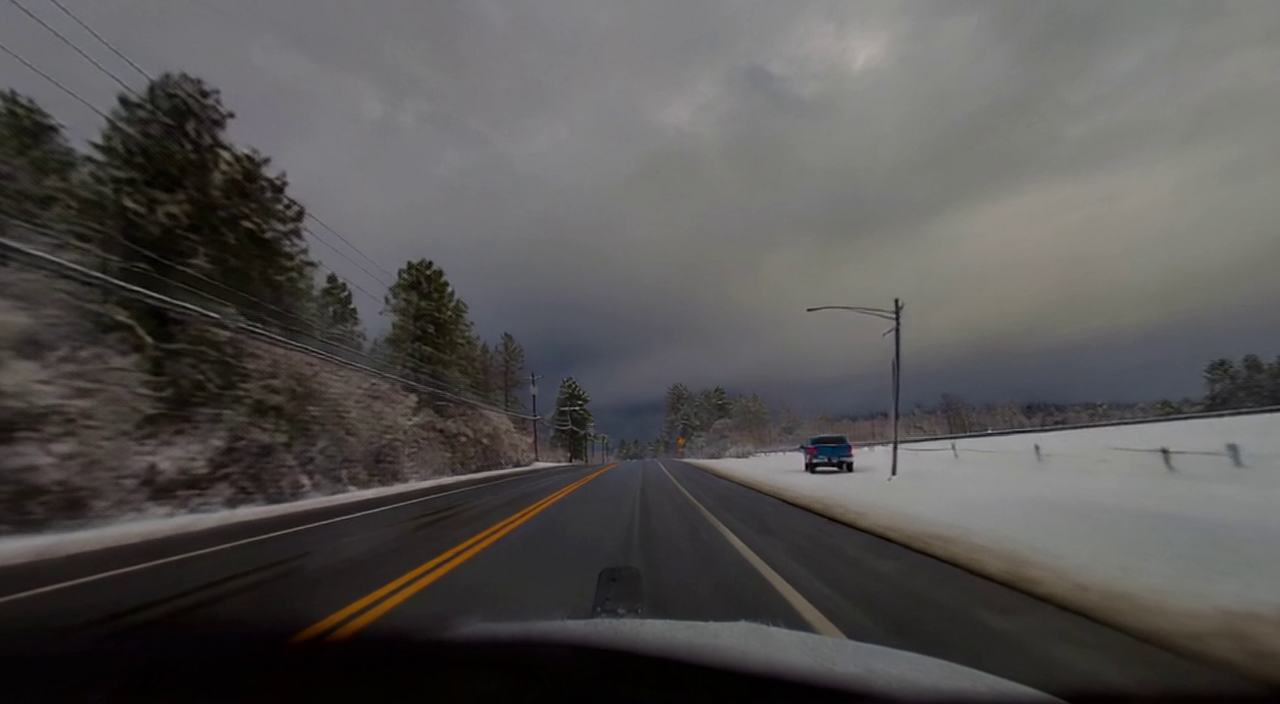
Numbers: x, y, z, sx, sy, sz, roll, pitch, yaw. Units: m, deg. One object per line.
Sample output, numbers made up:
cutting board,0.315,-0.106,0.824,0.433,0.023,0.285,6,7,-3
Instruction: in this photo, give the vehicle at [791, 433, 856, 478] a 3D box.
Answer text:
vehicle,12.304,6.953,42.924,2.986,2.613,6.442,-5,-8,7
